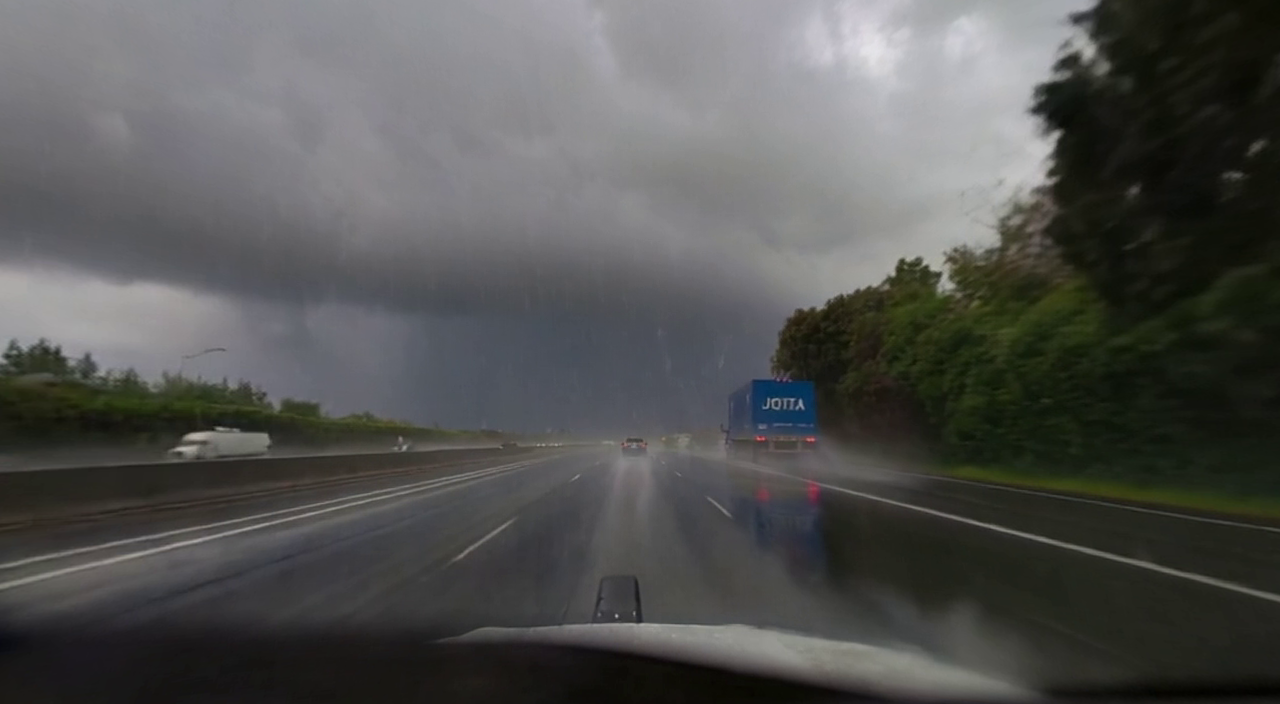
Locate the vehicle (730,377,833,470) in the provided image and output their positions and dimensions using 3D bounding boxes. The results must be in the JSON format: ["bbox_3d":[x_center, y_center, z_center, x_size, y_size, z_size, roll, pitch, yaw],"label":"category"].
[{"bbox_3d":[7.339,4.302,35.906,3.469,3.986,17.065,-1,-8,5],"label":"vehicle"}]
